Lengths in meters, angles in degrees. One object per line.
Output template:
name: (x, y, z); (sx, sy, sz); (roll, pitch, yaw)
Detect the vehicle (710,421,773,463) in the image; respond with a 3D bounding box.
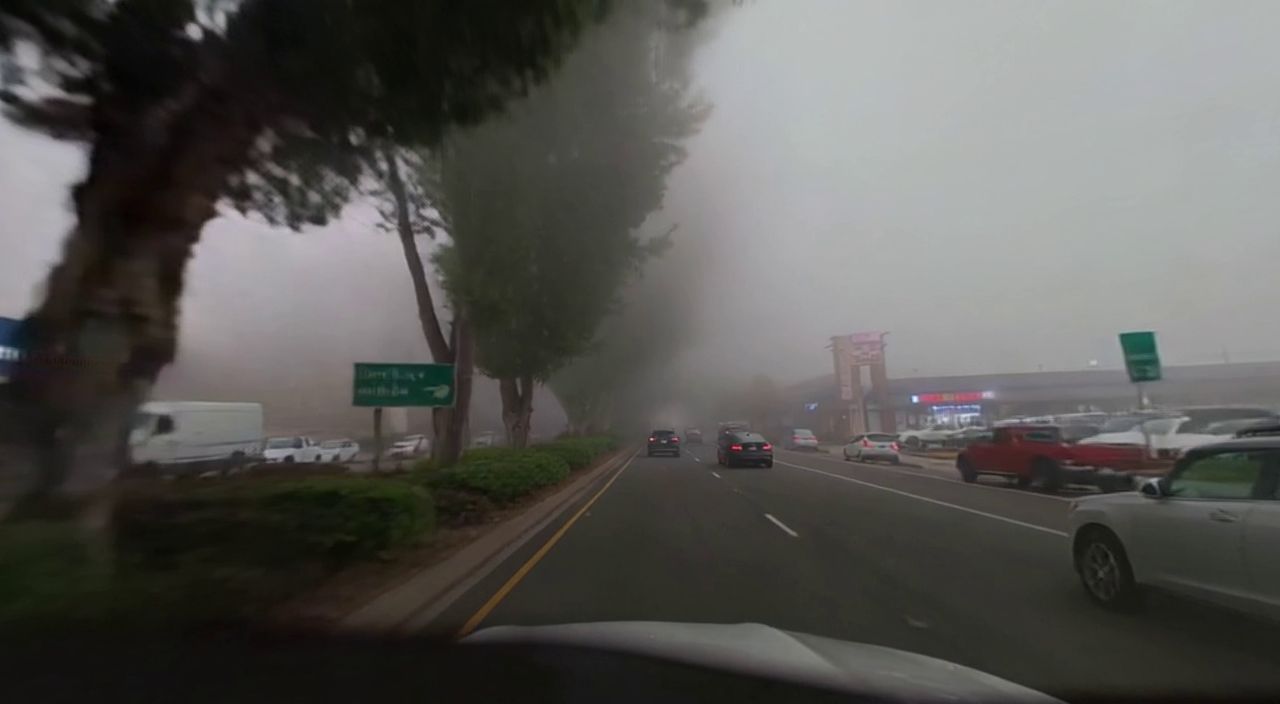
vehicle: (4.393, 4.003, 27.838); (2.115, 1.692, 4.189); (0, -8, 1)

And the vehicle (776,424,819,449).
vehicle: (11.566, 6.260, 46.324); (2.123, 1.726, 4.520); (0, -8, 2)

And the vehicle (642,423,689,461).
vehicle: (1.199, 4.268, 29.877); (2.098, 1.682, 3.778); (0, -8, 2)

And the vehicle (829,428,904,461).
vehicle: (11.471, 4.721, 32.142); (2.110, 1.535, 4.506); (0, -8, -1)

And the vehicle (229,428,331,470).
vehicle: (-18.083, 4.907, 31.933); (1.948, 1.965, 5.421); (0, -8, 0)

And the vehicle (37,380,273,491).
vehicle: (-18.100, 3.267, 24.377); (2.811, 3.604, 7.566); (0, -8, 2)

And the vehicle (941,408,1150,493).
vehicle: (10.849, 2.710, 17.498); (2.318, 1.974, 5.282); (0, -8, 1)

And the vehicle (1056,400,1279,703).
vehicle: (3.926, 0.856, 2.182); (1.908, 1.463, 4.506); (0, -8, 1)
